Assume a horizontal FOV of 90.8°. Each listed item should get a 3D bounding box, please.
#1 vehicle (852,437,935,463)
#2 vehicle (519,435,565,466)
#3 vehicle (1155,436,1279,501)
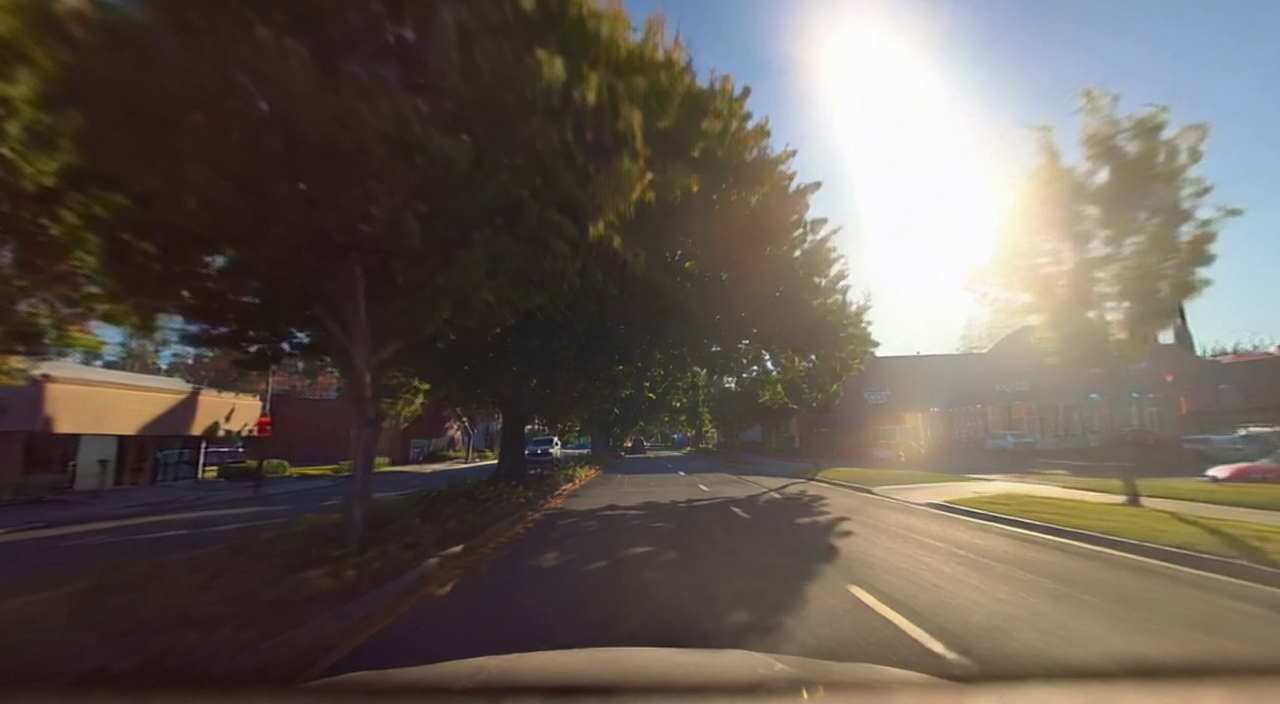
[{"bbox_3d":[16.162,6.265,40.458,4.421,1.412,1.949,-2,-8,0],"label":"vehicle"},{"bbox_3d":[-6.768,6.893,44.379,2.437,1.986,5.135,0,-8,0],"label":"vehicle"},{"bbox_3d":[16.785,3.010,16.578,4.665,1.570,2.080,0,-8,0],"label":"vehicle"}]
